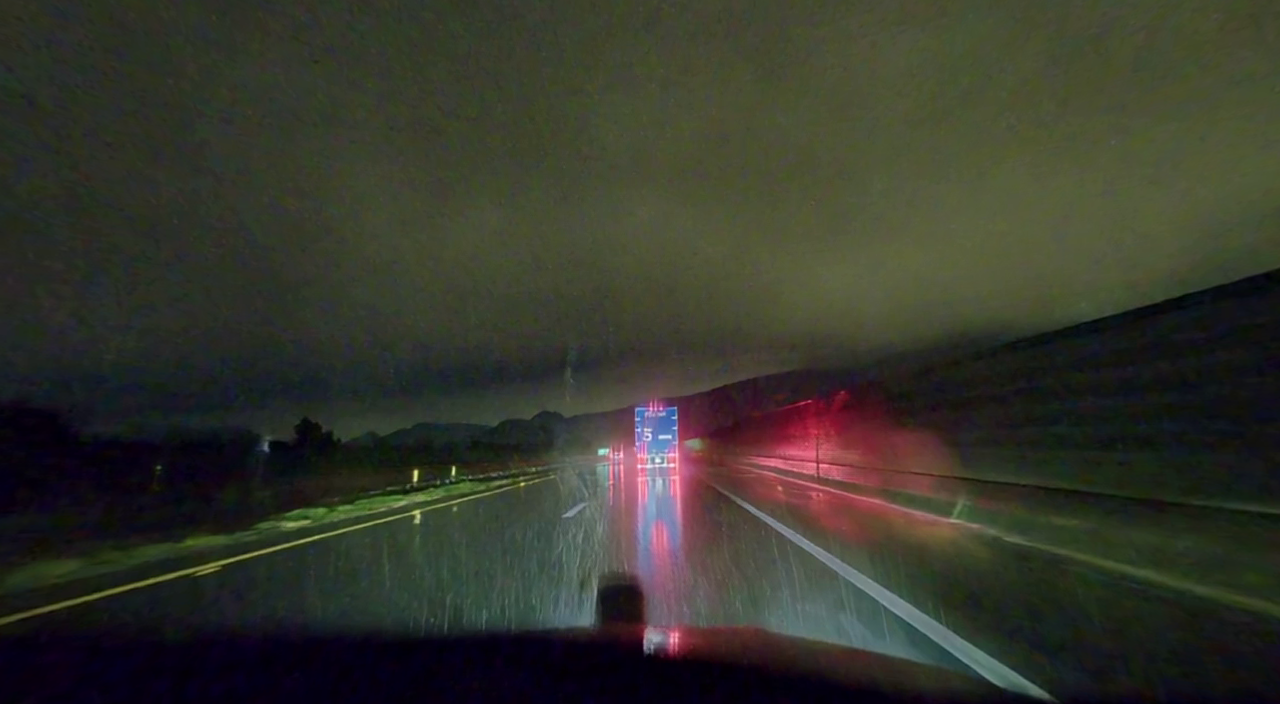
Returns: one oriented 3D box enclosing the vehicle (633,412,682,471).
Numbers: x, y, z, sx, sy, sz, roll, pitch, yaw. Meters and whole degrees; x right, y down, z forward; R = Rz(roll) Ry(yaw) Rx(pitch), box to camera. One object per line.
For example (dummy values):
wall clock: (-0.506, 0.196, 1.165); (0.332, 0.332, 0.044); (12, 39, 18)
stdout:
vehicle: (1.115, 6.455, 44.984); (3.107, 3.718, 10.231); (0, -9, 0)
